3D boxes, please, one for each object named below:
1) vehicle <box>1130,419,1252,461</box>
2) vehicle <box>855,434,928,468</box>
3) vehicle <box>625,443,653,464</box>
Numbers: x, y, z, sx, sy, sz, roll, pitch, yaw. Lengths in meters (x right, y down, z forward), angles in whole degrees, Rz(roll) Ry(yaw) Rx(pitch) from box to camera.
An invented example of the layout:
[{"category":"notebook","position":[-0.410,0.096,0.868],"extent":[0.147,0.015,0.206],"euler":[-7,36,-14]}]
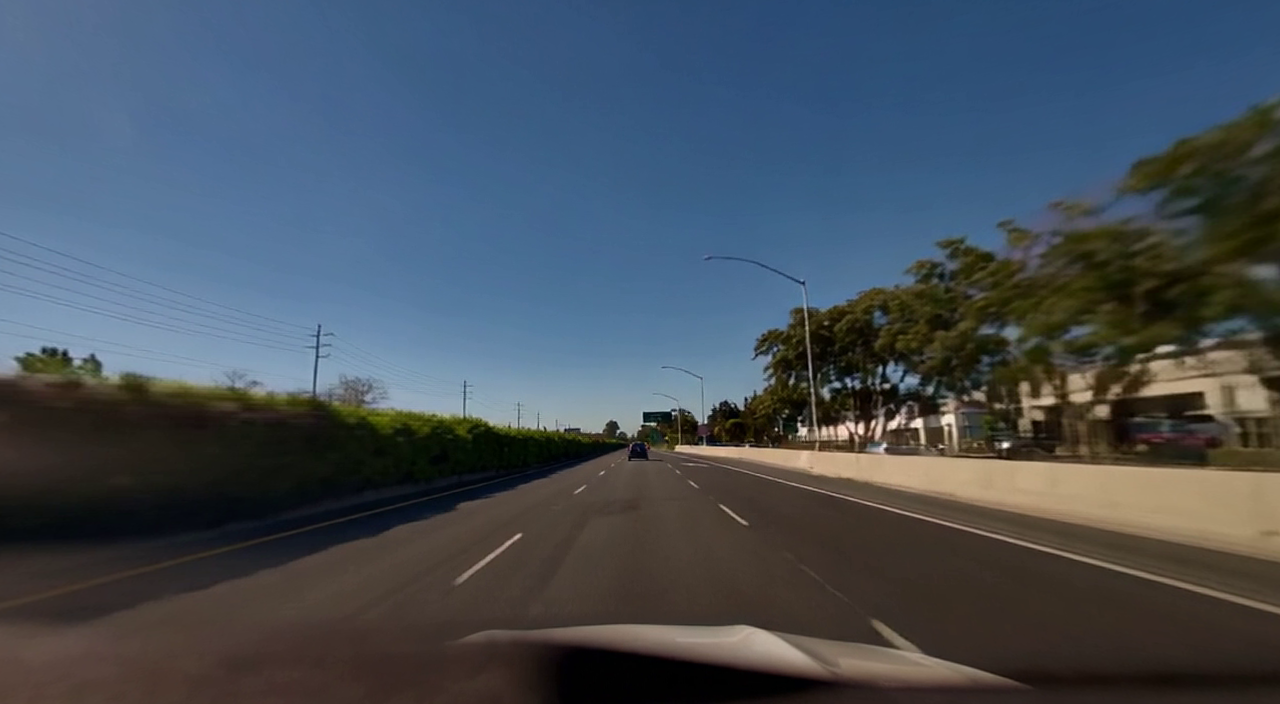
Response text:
[{"category":"vehicle","position":[39.950,6.424,45.772],"extent":[6.500,2.952,2.604],"euler":[1,-9,-4]},{"category":"vehicle","position":[15.876,6.313,40.121],"extent":[2.331,1.988,5.665],"euler":[0,-9,0]},{"category":"vehicle","position":[-0.117,8.011,49.950],"extent":[2.110,1.555,4.431],"euler":[0,-9,-1]}]
